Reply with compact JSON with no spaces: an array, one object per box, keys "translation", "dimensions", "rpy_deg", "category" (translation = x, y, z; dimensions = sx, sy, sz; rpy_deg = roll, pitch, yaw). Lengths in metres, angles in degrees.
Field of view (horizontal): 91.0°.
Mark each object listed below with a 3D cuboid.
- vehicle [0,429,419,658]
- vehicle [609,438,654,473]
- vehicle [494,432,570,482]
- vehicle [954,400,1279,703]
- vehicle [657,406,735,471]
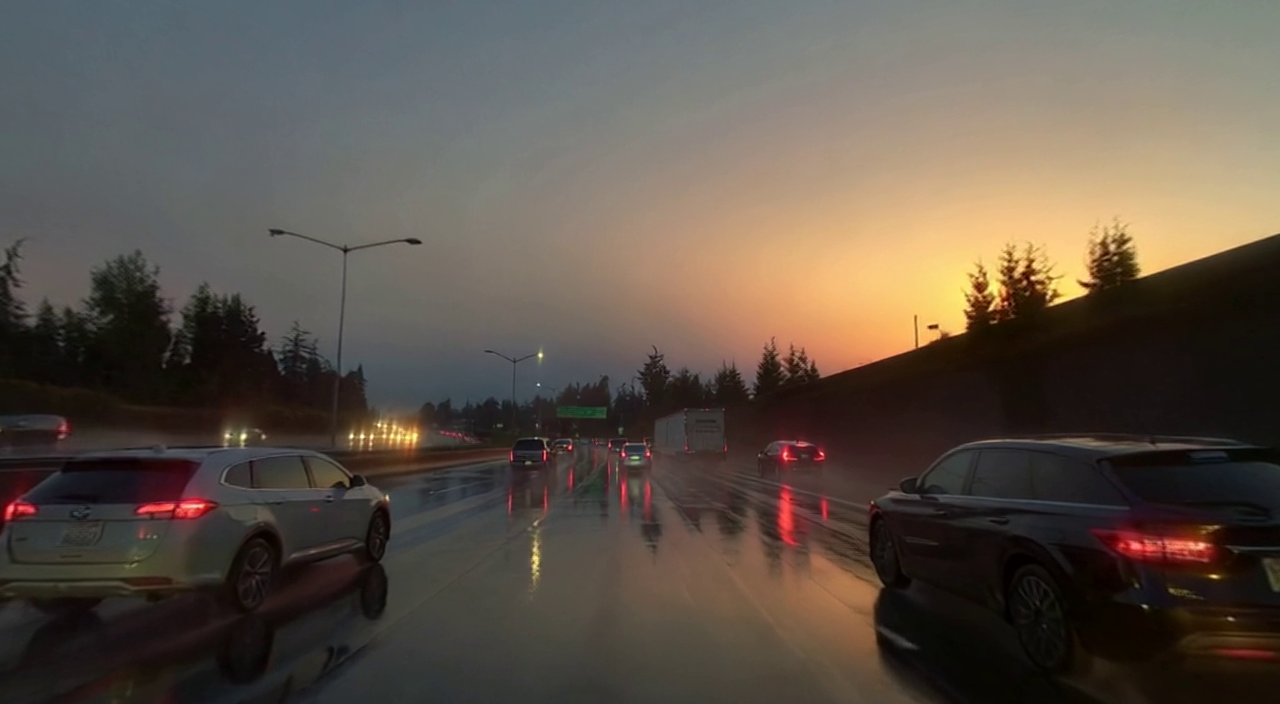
[{"translation":[-3.976,1.536,6.197],"dimensions":[1.947,1.424,4.264],"rpy_deg":[0,-9,2],"category":"vehicle"},{"translation":[-0.444,5.459,33.354],"dimensions":[2.235,1.682,4.094],"rpy_deg":[0,-8,-1],"category":"vehicle"},{"translation":[-4.245,4.237,25.673],"dimensions":[2.176,1.783,4.799],"rpy_deg":[0,-8,1],"category":"vehicle"},{"translation":[3.179,0.924,2.092],"dimensions":[2.031,1.504,4.327],"rpy_deg":[0,-8,0],"category":"vehicle"},{"translation":[3.037,5.354,38.518],"dimensions":[3.426,3.279,12.313],"rpy_deg":[0,-8,-1],"category":"vehicle"}]
